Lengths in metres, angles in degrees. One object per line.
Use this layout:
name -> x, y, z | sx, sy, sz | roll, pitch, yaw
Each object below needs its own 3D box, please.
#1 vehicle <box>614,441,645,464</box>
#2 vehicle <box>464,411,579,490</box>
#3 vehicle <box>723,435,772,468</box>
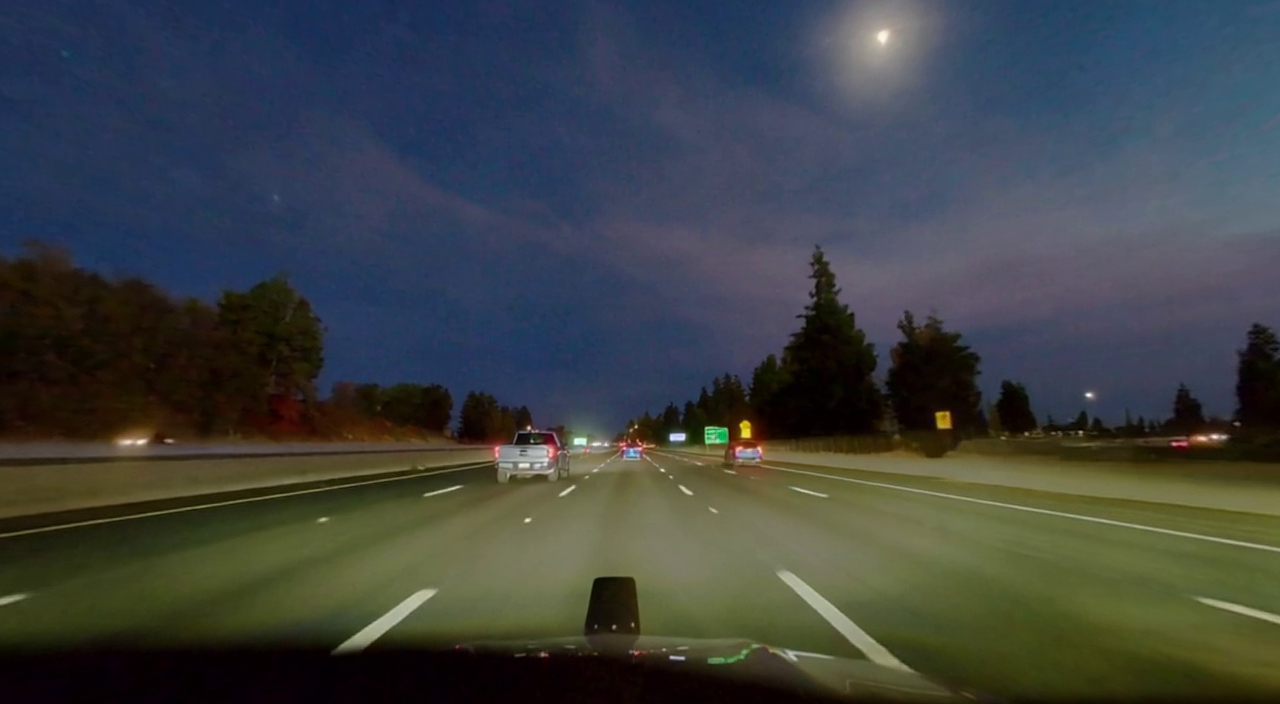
vehicle -> -0.732, 7.364, 46.370 | 2.157, 1.642, 4.189 | 0, -9, -1
vehicle -> -3.594, 3.207, 20.686 | 2.592, 2.179, 6.034 | 0, -9, 0
vehicle -> 6.732, 6.294, 40.054 | 2.103, 1.898, 5.310 | 0, -9, -1
